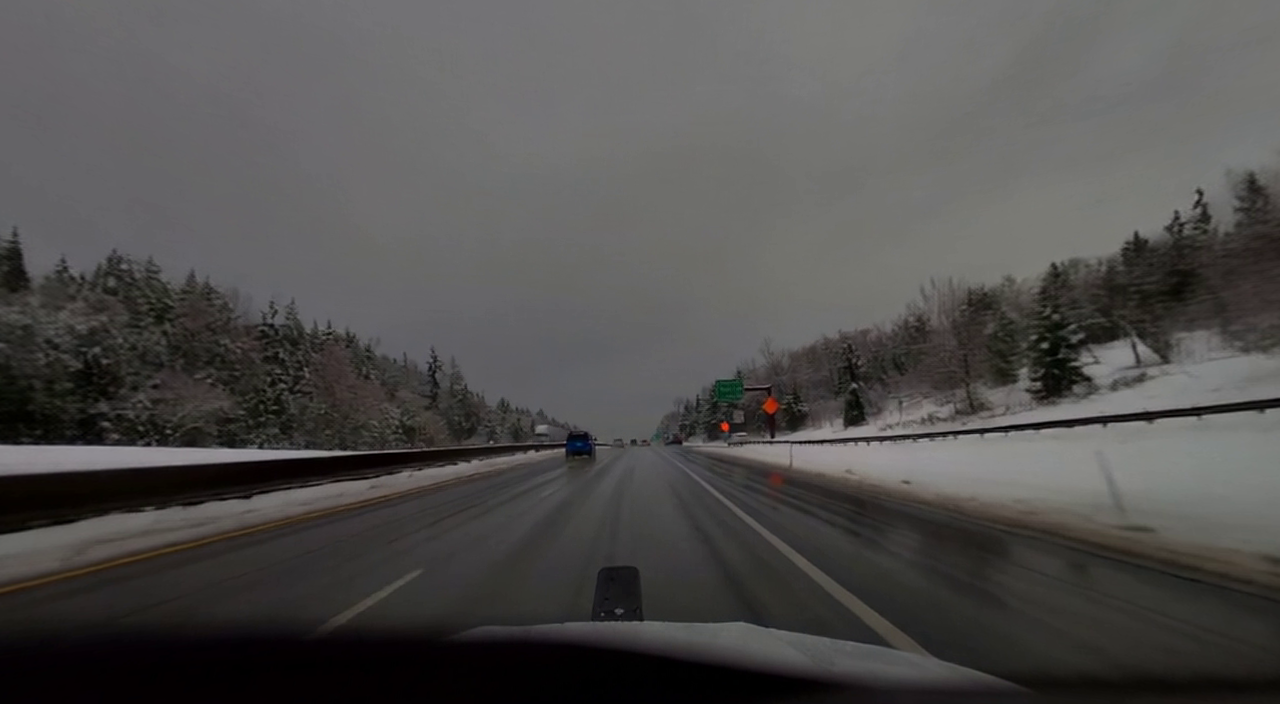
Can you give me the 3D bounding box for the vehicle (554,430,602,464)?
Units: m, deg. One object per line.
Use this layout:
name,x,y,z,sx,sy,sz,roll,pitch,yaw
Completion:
vehicle,-3.274,5.109,33.867,2.125,1.662,4.336,0,-8,0
